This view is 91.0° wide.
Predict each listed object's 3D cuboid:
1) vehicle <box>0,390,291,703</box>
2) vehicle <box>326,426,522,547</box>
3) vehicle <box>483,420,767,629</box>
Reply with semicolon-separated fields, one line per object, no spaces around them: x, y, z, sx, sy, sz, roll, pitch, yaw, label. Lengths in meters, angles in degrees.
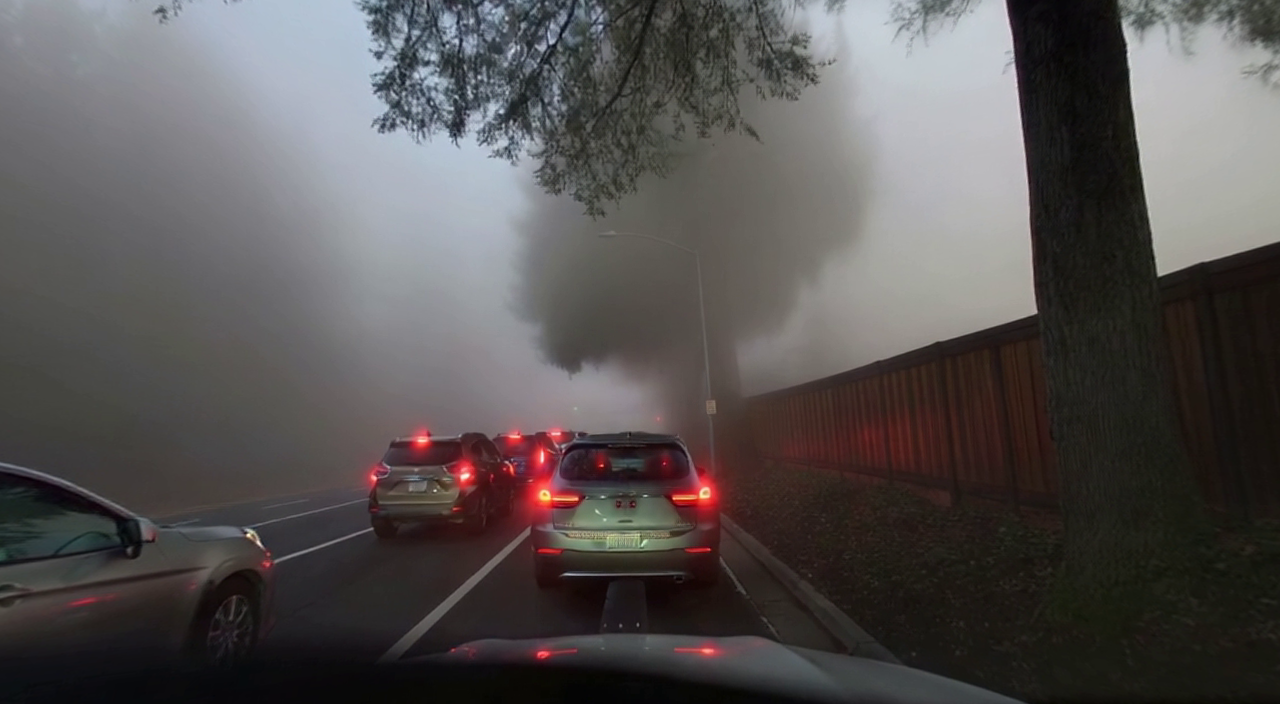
-3.188;0.812;1.577;1.980;1.520;4.636;0;-8;0;vehicle
-3.222;2.062;10.256;1.850;1.582;3.688;0;-8;0;vehicle
-0.135;1.506;6.441;1.995;1.460;3.865;0;-8;-1;vehicle
